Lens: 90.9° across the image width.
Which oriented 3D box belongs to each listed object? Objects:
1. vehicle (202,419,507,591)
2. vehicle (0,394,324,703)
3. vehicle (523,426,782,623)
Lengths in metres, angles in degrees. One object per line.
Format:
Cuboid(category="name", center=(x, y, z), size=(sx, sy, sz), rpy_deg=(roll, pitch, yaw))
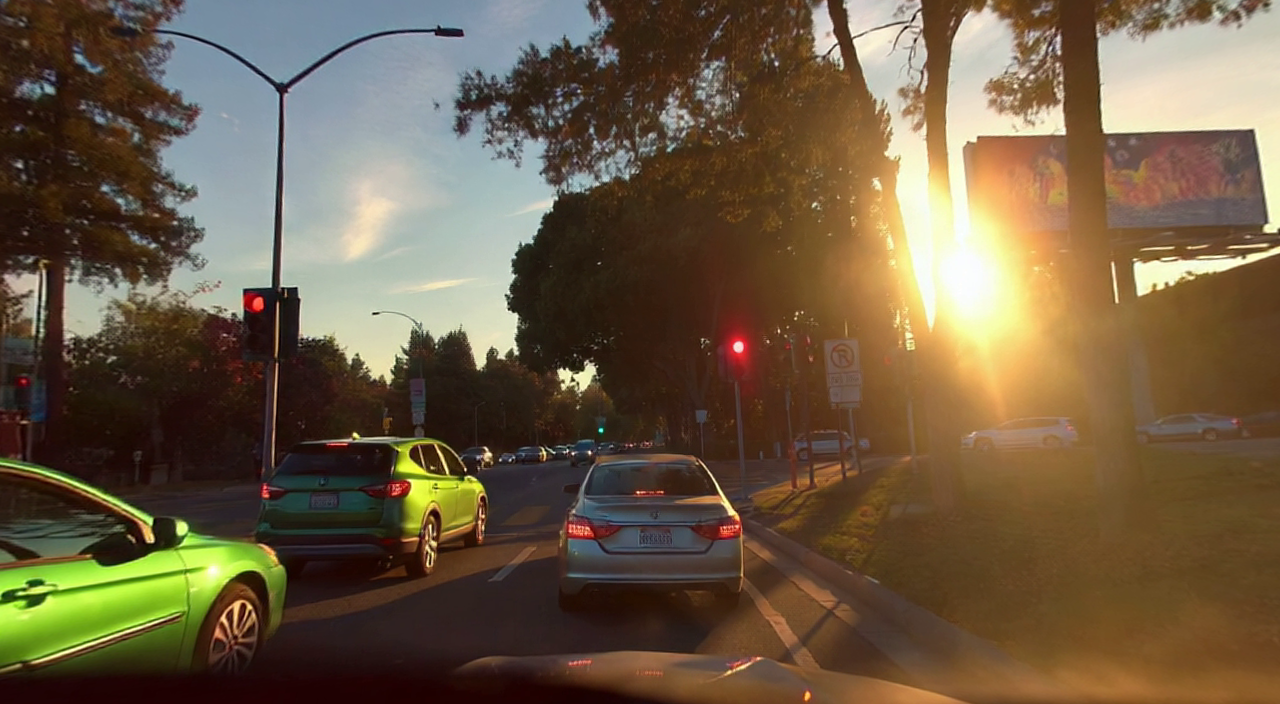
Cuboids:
Cuboid(category="vehicle", center=(-3.176, 1.785, 8.142), size=(1.950, 1.628, 4.082), rpy_deg=(-1, -9, 1))
Cuboid(category="vehicle", center=(-3.149, 0.952, 2.418), size=(1.808, 1.520, 3.846), rpy_deg=(-1, -9, 1))
Cuboid(category="vehicle", center=(0.027, 1.591, 6.633), size=(1.977, 1.467, 3.474), rpy_deg=(0, -9, -2))
